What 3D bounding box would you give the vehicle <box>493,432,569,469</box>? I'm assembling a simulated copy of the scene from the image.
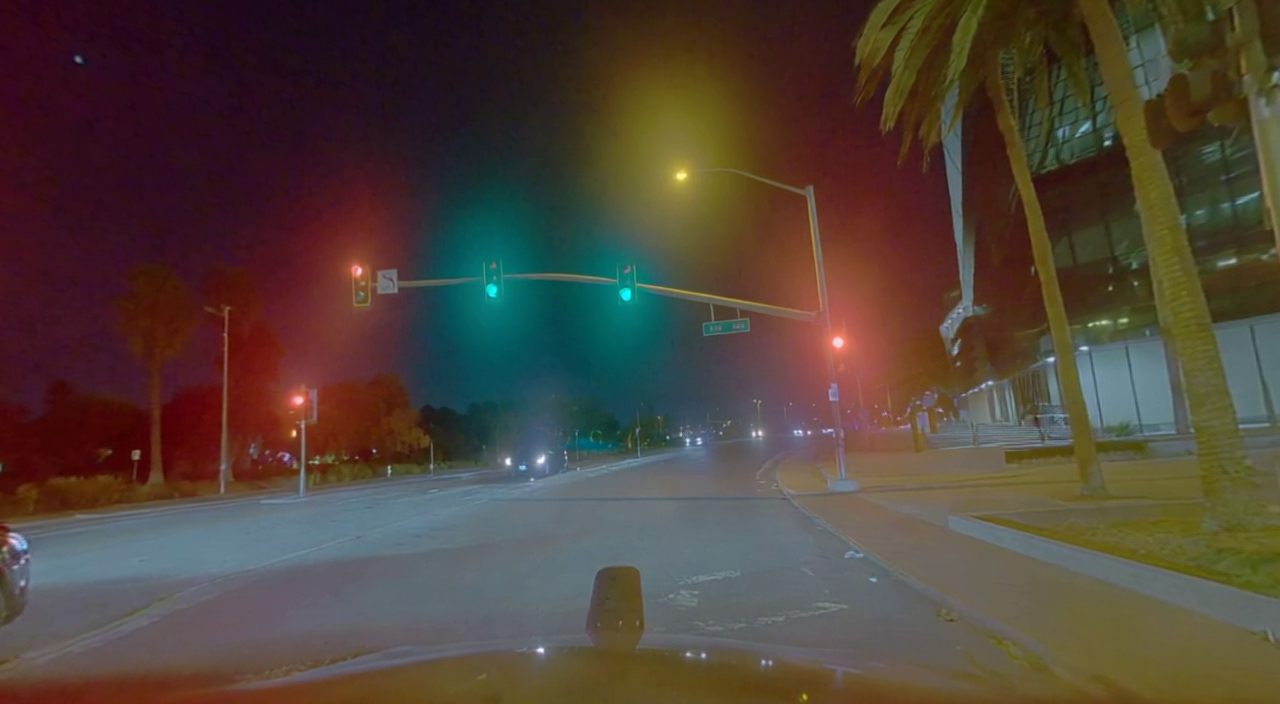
[{"bbox_3d":[-5.696,5.236,33.641,2.181,1.792,4.648,-3,-9,16],"label":"vehicle"}]
